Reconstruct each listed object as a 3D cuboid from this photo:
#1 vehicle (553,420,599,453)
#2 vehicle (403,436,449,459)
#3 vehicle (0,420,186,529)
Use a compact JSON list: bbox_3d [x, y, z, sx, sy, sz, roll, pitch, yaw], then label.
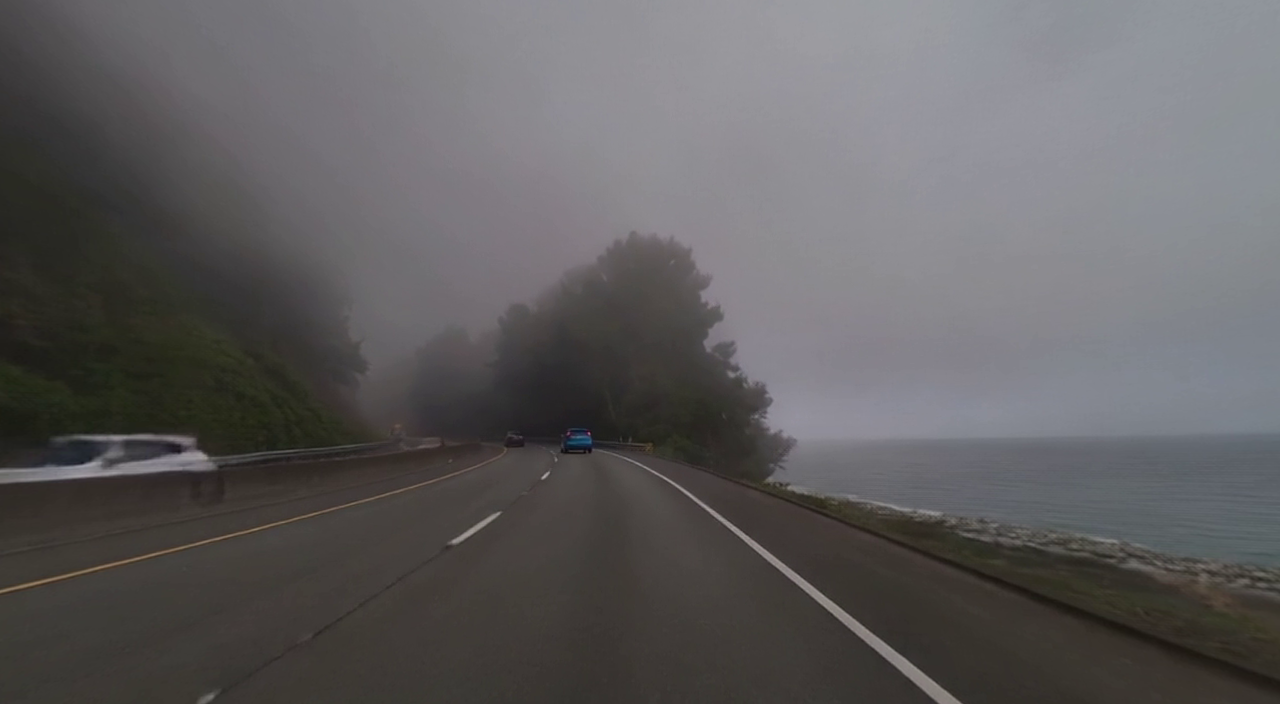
[{"bbox_3d":[-4.542,5.920,43.853,2.632,2.162,5.529,1,-9,-11],"label":"vehicle"},{"bbox_3d":[-14.603,6.547,43.271,2.287,1.438,4.244,1,-9,-9],"label":"vehicle"},{"bbox_3d":[-10.757,2.126,11.359,2.192,1.617,4.082,0,-9,-3],"label":"vehicle"}]
